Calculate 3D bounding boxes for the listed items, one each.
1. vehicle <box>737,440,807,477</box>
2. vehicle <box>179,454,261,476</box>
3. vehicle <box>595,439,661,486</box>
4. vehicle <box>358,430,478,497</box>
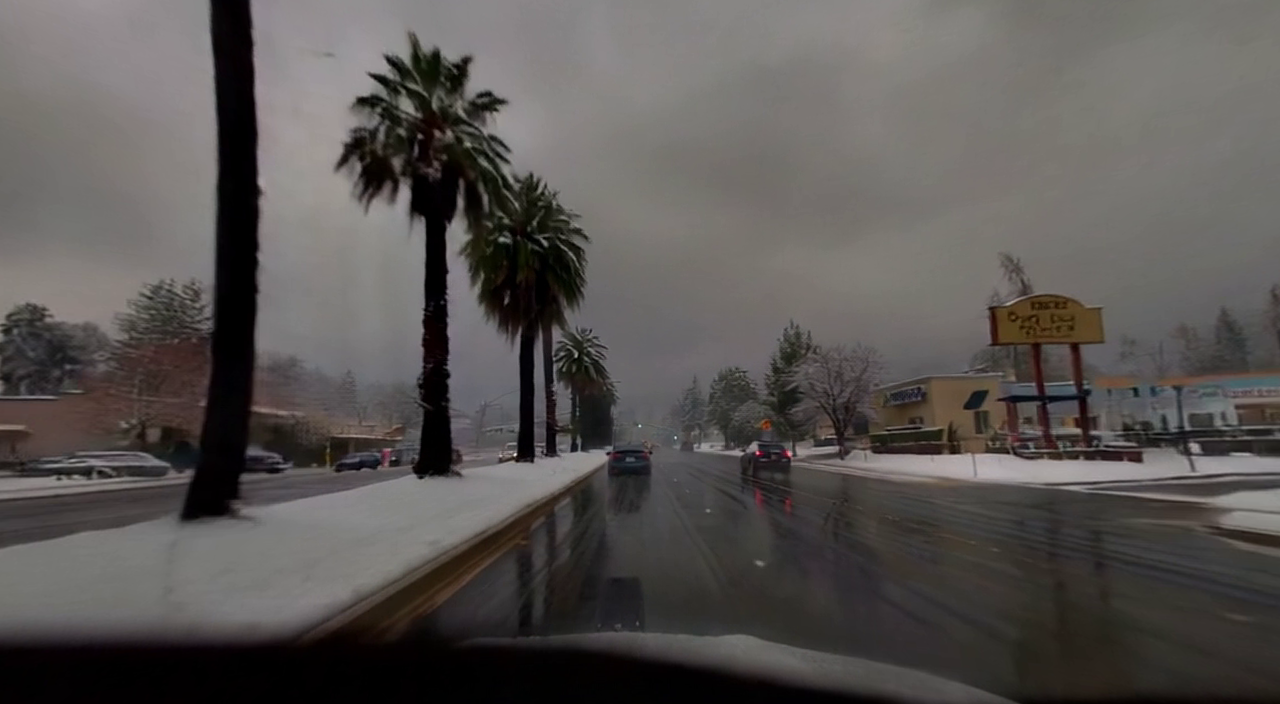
[{"bbox_3d":[6.239,5.082,30.445,2.244,1.618,4.585,0,-9,-2],"label":"vehicle"},{"bbox_3d":[-30.958,8.347,46.652,4.544,1.533,2.026,0,-9,0],"label":"vehicle"},{"bbox_3d":[-0.393,3.864,22.350,2.106,1.496,3.964,0,-9,0],"label":"vehicle"},{"bbox_3d":[-6.320,3.232,18.605,2.156,1.702,4.379,1,-9,-4],"label":"vehicle"}]
